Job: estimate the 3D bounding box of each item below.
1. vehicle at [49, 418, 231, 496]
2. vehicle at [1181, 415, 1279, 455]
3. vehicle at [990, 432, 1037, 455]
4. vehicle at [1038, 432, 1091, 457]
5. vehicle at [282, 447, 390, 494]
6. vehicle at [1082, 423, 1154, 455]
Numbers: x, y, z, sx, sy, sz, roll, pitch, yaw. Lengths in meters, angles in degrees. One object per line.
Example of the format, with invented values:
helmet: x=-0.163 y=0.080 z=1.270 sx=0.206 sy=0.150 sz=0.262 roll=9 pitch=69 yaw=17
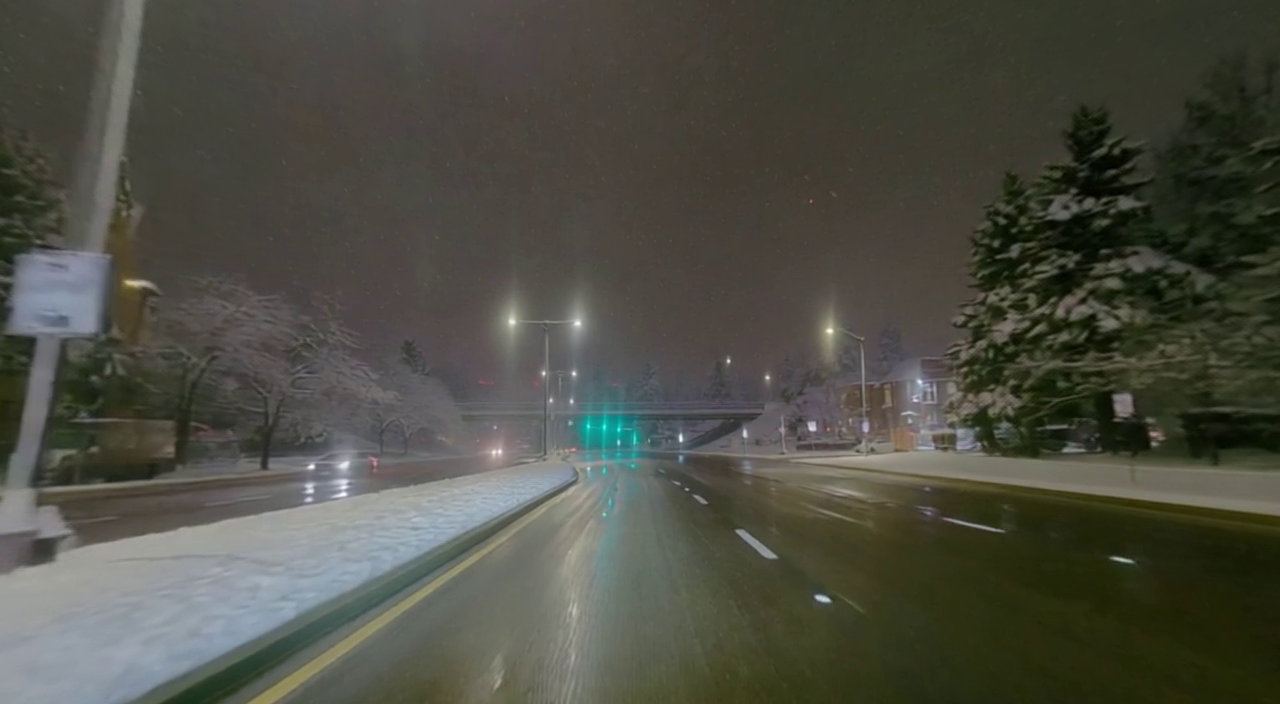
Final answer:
vehicle: x=-20.382 y=4.308 z=26.367 sx=2.340 sy=2.821 sz=6.537 roll=0 pitch=-8 yaw=-2
vehicle: x=30.759 y=4.297 z=32.498 sx=4.334 sy=1.942 sz=2.322 roll=3 pitch=-9 yaw=-18
vehicle: x=24.293 y=5.943 z=41.007 sx=1.910 sy=1.415 sz=4.383 roll=-7 pitch=-10 yaw=39
vehicle: x=26.511 y=5.749 z=39.405 sx=1.928 sy=1.437 sz=3.935 roll=-8 pitch=-11 yaw=44
vehicle: x=-11.271 y=4.396 z=23.863 sx=2.032 sy=1.480 sz=4.591 roll=-1 pitch=-8 yaw=-3
vehicle: x=28.379 y=5.158 z=37.436 sx=4.634 sy=1.789 sz=2.149 roll=6 pitch=-10 yaw=-38
